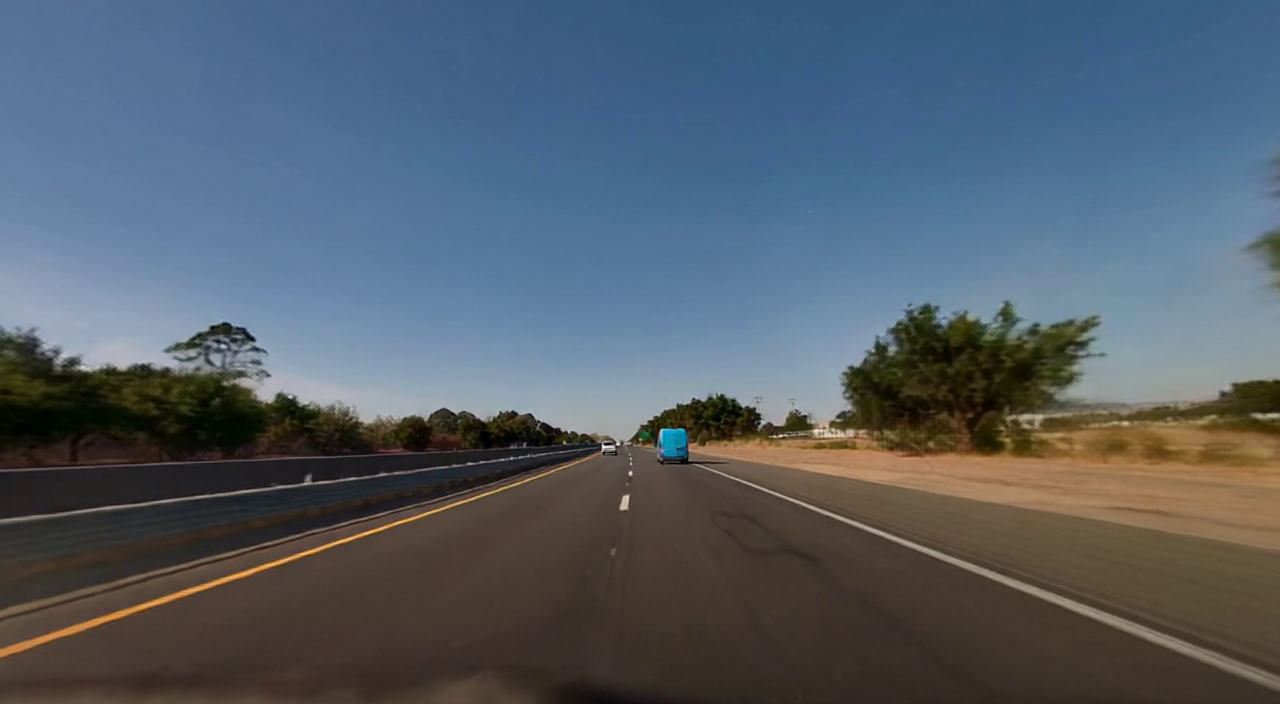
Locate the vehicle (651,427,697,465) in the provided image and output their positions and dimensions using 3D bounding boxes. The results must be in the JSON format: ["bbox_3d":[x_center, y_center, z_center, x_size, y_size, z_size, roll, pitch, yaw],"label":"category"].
[{"bbox_3d":[1.939,5.587,37.479,2.269,2.048,4.679,0,-8,-2],"label":"vehicle"}]
